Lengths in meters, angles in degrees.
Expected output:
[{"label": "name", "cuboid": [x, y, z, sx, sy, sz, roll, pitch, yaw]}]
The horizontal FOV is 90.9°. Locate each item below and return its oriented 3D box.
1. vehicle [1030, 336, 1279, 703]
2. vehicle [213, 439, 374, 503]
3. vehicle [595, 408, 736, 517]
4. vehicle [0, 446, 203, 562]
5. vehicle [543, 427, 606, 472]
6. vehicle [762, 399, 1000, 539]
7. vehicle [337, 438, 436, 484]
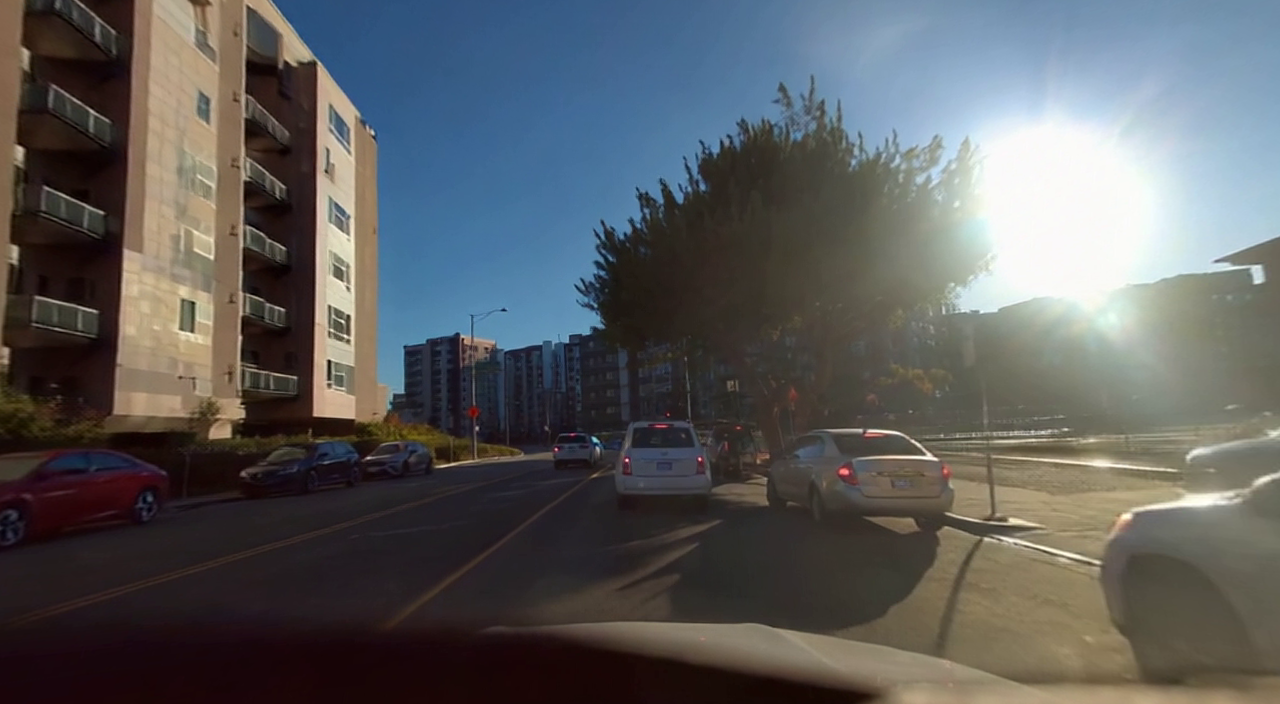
[{"label": "vehicle", "cuboid": [3.609, 0.677, 1.663, 2.076, 1.722, 4.721, 0, -8, 0]}, {"label": "vehicle", "cuboid": [-9.416, 3.229, 17.634, 2.002, 1.546, 4.339, 0, -8, 1]}, {"label": "vehicle", "cuboid": [0.436, 2.080, 12.236, 2.261, 1.740, 4.065, 0, -8, 1]}, {"label": "vehicle", "cuboid": [-9.295, 2.210, 9.743, 2.021, 1.474, 4.337, 0, -8, -2]}, {"label": "vehicle", "cuboid": [-2.682, 4.120, 26.787, 2.219, 1.746, 4.197, 0, -8, 0]}, {"label": "vehicle", "cuboid": [3.636, 1.879, 10.672, 2.158, 1.828, 4.573, 0, -8, 0]}, {"label": "vehicle", "cuboid": [-9.328, 4.022, 23.616, 1.955, 1.555, 4.424, 0, -8, -2]}]
